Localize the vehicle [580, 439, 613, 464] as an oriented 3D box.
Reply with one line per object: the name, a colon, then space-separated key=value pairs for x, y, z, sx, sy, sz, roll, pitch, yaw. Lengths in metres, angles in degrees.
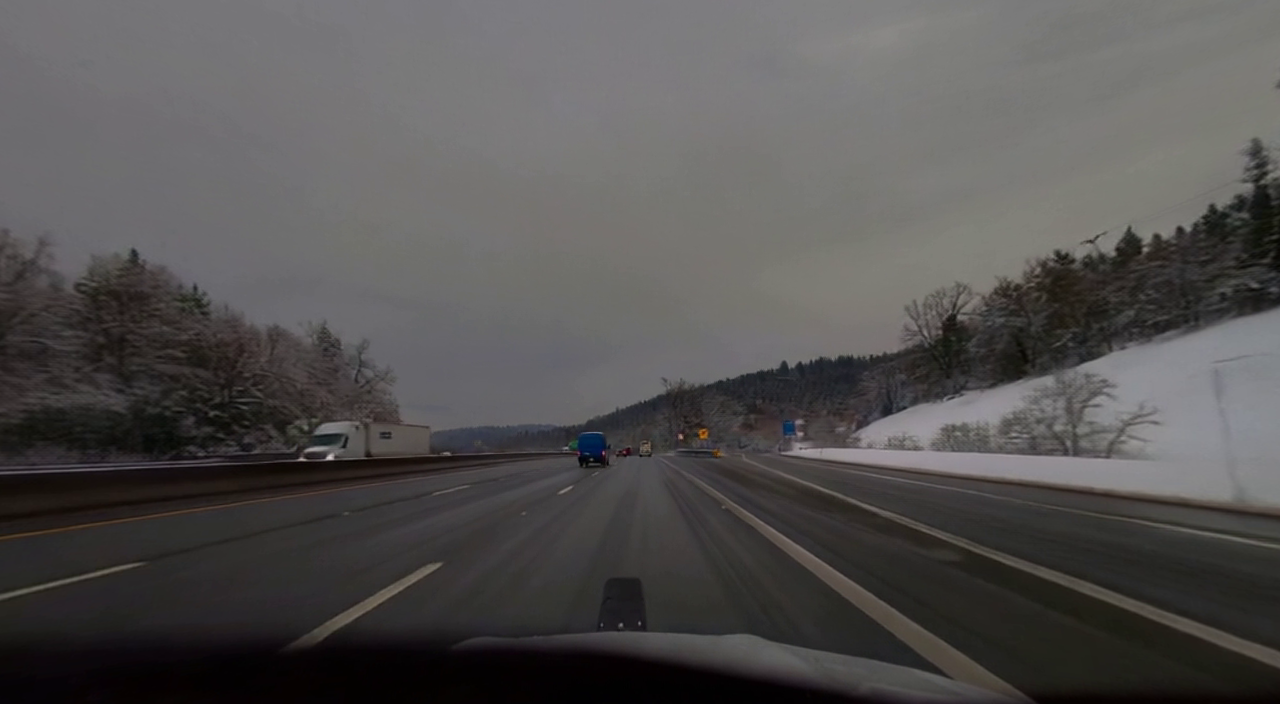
vehicle: x=-3.325 y=7.676 z=48.548 sx=2.169 sy=1.849 sz=4.639 roll=0 pitch=-8 yaw=1
